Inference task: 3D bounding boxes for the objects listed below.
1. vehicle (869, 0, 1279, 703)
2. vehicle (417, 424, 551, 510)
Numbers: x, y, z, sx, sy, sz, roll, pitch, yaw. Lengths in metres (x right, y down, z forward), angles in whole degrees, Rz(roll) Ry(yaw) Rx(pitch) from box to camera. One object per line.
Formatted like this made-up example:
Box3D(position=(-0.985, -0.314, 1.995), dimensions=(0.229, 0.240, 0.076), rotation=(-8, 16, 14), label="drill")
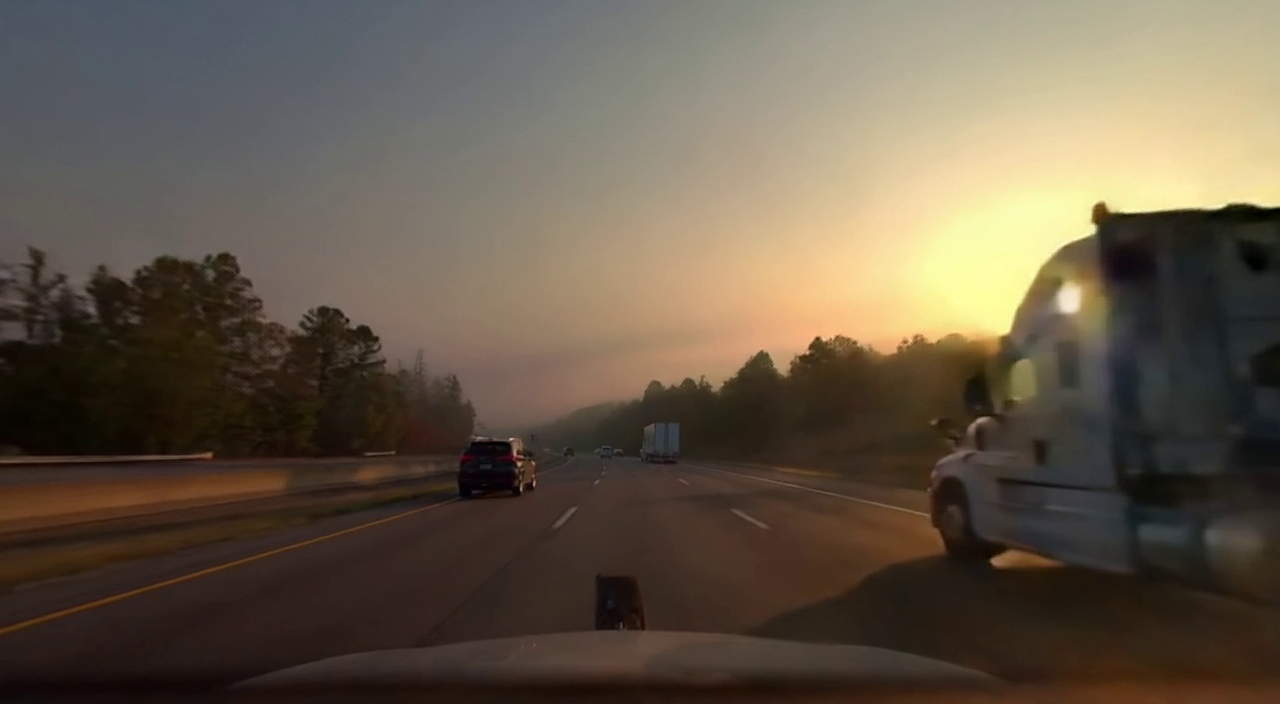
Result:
Box3D(position=(4.297, -0.235, 2.293), dimensions=(2.958, 3.990, 10.216), rotation=(0, -9, 0), label="vehicle")
Box3D(position=(-3.918, 3.008, 16.945), dimensions=(2.337, 1.942, 4.984), rotation=(0, -9, -1), label="vehicle")
